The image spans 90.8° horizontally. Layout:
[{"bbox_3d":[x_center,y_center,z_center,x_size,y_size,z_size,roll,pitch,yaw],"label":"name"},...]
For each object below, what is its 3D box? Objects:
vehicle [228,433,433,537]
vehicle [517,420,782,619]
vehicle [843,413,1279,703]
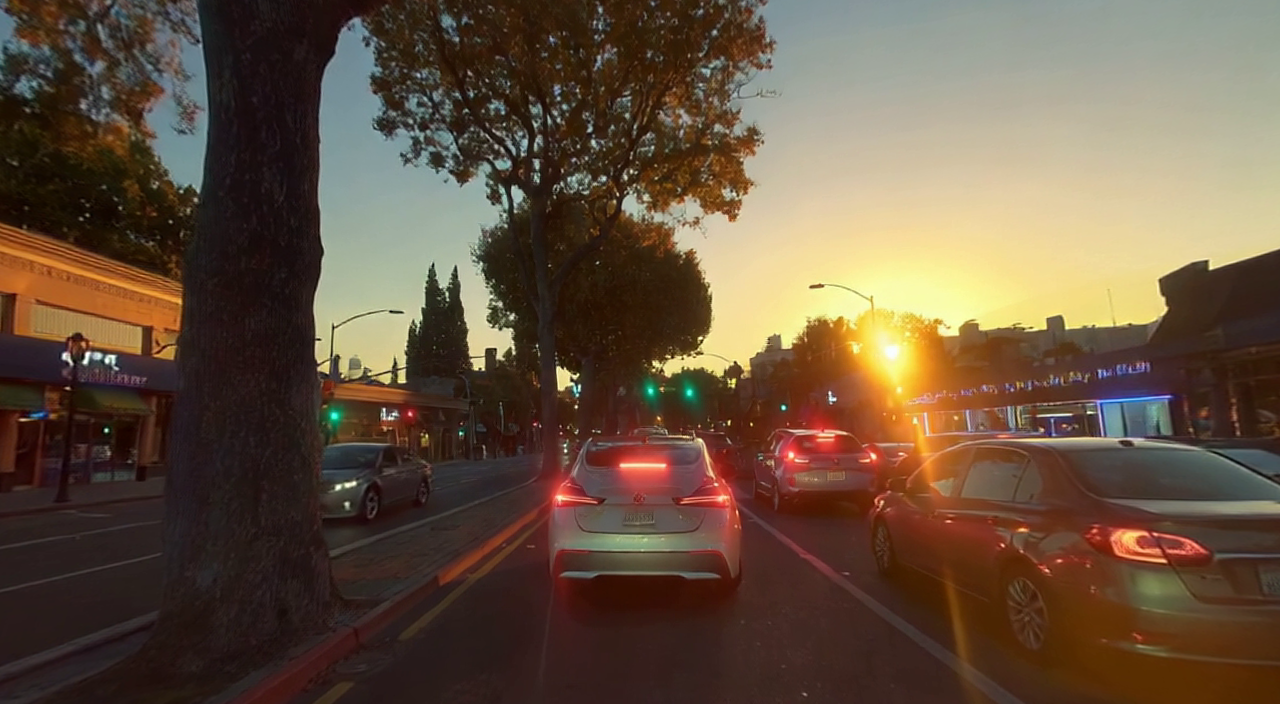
[{"bbox_3d":[-5.468,2.381,12.002,1.898,1.542,4.689,0,-9,-5],"label":"vehicle"},{"bbox_3d":[0.059,1.545,6.637,2.006,1.487,3.535,0,-9,0],"label":"vehicle"},{"bbox_3d":[3.393,1.368,5.323,1.988,1.480,4.195,0,-9,1],"label":"vehicle"}]
